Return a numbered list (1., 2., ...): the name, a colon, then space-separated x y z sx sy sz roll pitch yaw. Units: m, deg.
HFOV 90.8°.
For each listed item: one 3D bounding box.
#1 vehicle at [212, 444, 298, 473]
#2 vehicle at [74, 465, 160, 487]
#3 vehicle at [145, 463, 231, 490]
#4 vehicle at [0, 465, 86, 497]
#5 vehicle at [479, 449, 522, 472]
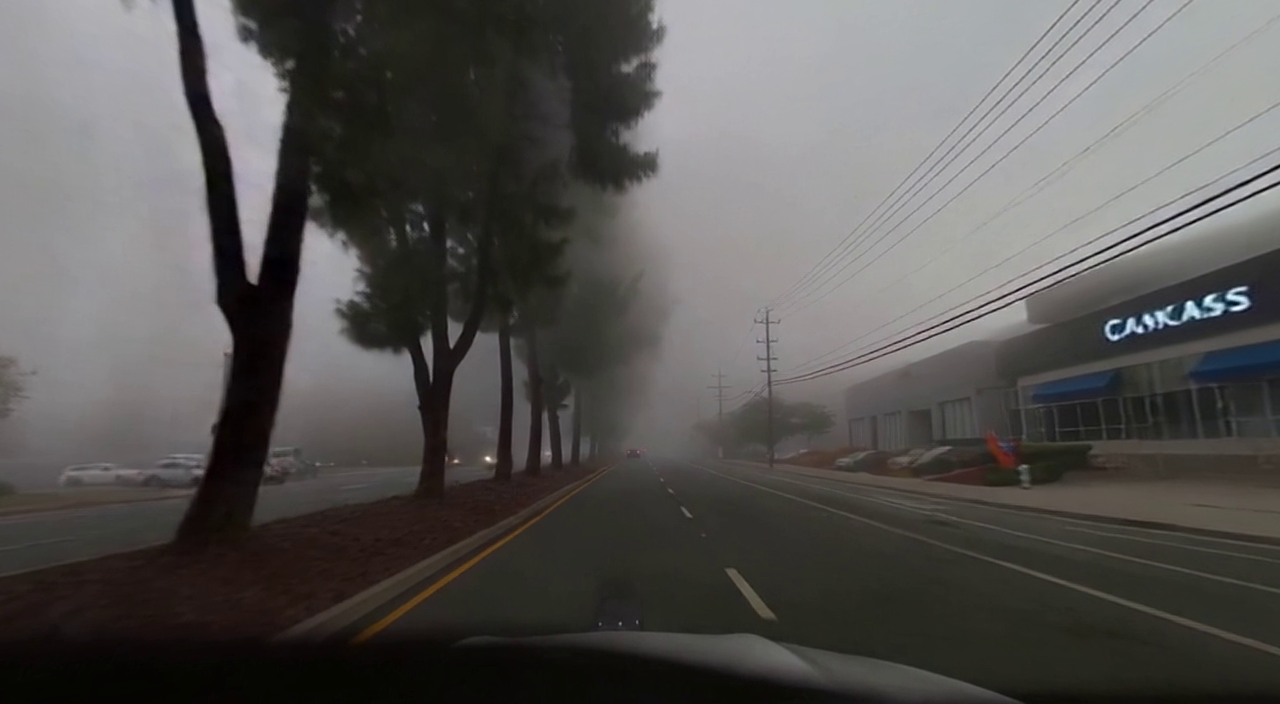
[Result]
1. vehicle: -29.999 8.319 49.381 5.145 1.979 2.281 -2 -9 -3
2. vehicle: -38.275 9.093 46.293 1.864 1.501 4.419 -7 -13 40
3. vehicle: -30.110 8.263 42.115 4.377 1.520 1.843 -3 -9 3
4. vehicle: -35.832 7.654 37.797 1.753 1.479 3.925 -2 -6 2
5. vehicle: -9.544 7.424 43.542 1.900 1.488 4.675 0 -9 0
